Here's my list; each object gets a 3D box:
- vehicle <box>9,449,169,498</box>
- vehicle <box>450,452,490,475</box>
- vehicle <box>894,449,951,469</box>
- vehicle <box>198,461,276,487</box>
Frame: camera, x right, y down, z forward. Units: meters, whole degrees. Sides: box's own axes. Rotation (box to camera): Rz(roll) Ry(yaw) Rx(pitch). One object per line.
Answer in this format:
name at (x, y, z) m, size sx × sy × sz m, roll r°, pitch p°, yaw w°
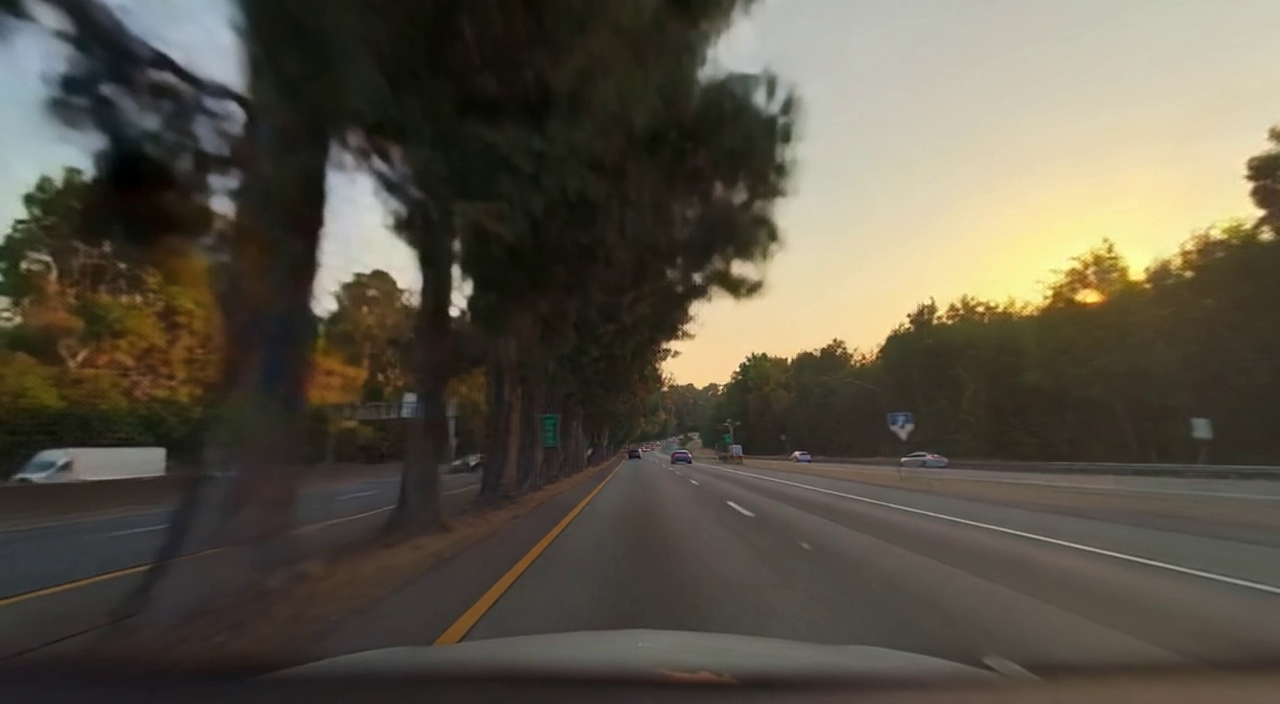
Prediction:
vehicle at (-29.134, 6.394, 33.754) m, size 2.666 × 2.344 × 6.287 m, roll 0°, pitch -9°, yaw 2°
vehicle at (-12.678, 8.354, 47.304) m, size 1.854 × 1.581 × 3.953 m, roll 0°, pitch -9°, yaw 1°
vehicle at (20.008, 7.573, 44.794) m, size 1.926 × 1.386 × 3.719 m, roll 1°, pitch -9°, yaw -7°
vehicle at (-25.434, 7.677, 39.948) m, size 1.887 × 1.475 × 4.485 m, roll 0°, pitch -9°, yaw 1°
